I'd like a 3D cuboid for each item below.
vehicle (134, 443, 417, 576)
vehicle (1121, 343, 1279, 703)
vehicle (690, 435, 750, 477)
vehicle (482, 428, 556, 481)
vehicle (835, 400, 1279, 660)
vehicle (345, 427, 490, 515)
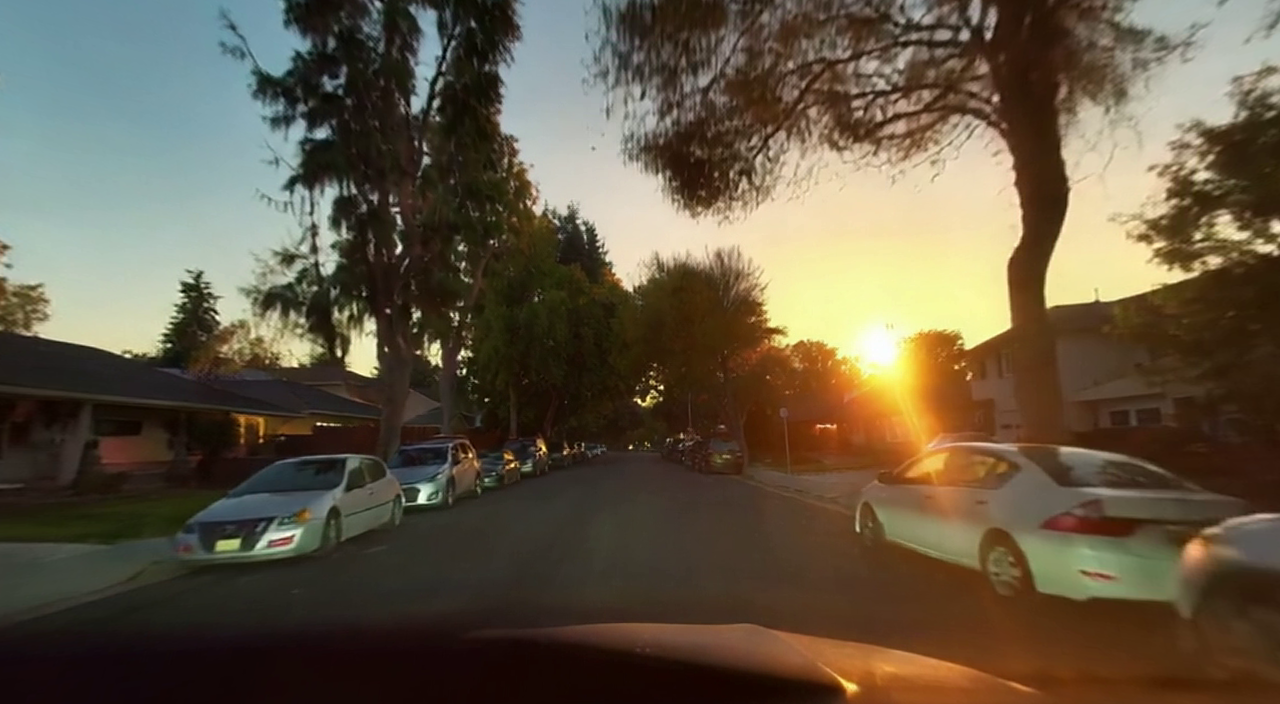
[{"bbox_3d":[-4.972,2.136,9.528,1.901,1.486,4.422,1,-8,-5],"label":"vehicle"},{"bbox_3d":[3.804,0.615,1.033,2.121,1.778,4.916,0,-8,0],"label":"vehicle"},{"bbox_3d":[3.507,4.660,28.615,1.994,1.710,4.699,0,-8,-1],"label":"vehicle"},{"bbox_3d":[-5.263,4.566,28.417,2.390,2.123,5.371,0,-8,-2],"label":"vehicle"},{"bbox_3d":[3.787,1.484,6.463,1.989,1.652,4.662,0,-8,-1],"label":"vehicle"},{"bbox_3d":[-5.302,2.884,15.871,2.042,1.850,4.758,0,-8,-2],"label":"vehicle"}]
